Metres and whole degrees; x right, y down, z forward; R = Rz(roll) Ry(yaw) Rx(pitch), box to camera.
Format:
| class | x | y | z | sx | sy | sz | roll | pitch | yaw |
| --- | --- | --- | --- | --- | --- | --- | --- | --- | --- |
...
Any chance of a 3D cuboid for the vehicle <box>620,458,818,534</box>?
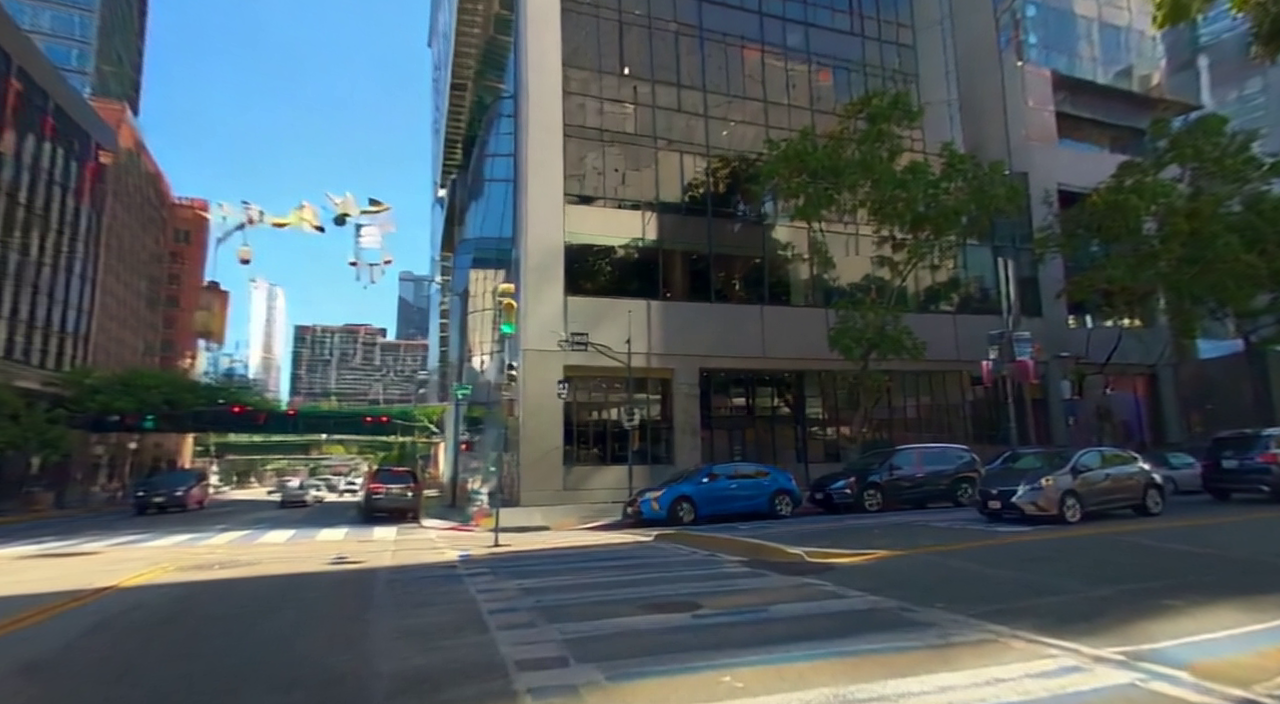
| class | x | y | z | sx | sy | sz | roll | pitch | yaw |
| --- | --- | --- | --- | --- | --- | --- | --- | --- | --- |
| vehicle | 2.047 | 3.784 | 16.690 | 4.705 | 1.732 | 1.996 | 3 | -15 | -21 |

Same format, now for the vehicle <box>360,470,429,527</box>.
| class | x | y | z | sx | sy | sz | roll | pitch | yaw |
| --- | --- | --- | --- | --- | --- | --- | --- | --- | --- |
| vehicle | -9.553 | 5.634 | 24.812 | 2.174 | 1.780 | 5.051 | 3 | -10 | -19 |

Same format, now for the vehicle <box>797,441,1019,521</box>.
| class | x | y | z | sx | sy | sz | roll | pitch | yaw |
| --- | --- | --- | --- | --- | --- | --- | --- | --- | --- |
| vehicle | 8.058 | 3.775 | 19.030 | 6.107 | 2.086 | 2.348 | 3 | -10 | -21 |

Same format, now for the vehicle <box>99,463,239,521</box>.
| class | x | y | z | sx | sy | sz | roll | pitch | yaw |
| --- | --- | --- | --- | --- | --- | --- | --- | --- | --- |
| vehicle | -20.130 | 5.934 | 27.543 | 2.810 | 2.036 | 6.550 | 3 | -10 | -18 |

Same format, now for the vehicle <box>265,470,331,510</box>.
| class | x | y | z | sx | sy | sz | roll | pitch | yaw |
| --- | --- | --- | --- | --- | --- | --- | --- | --- | --- |
| vehicle | -16.564 | 6.675 | 30.822 | 2.025 | 1.625 | 4.596 | 3 | -10 | -19 |

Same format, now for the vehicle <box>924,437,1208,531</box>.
| class | x | y | z | sx | sy | sz | roll | pitch | yaw |
| --- | --- | --- | --- | --- | --- | --- | --- | --- | --- |
| vehicle | 8.359 | 2.506 | 12.470 | 4.888 | 1.558 | 2.017 | 3 | -10 | -20 |
